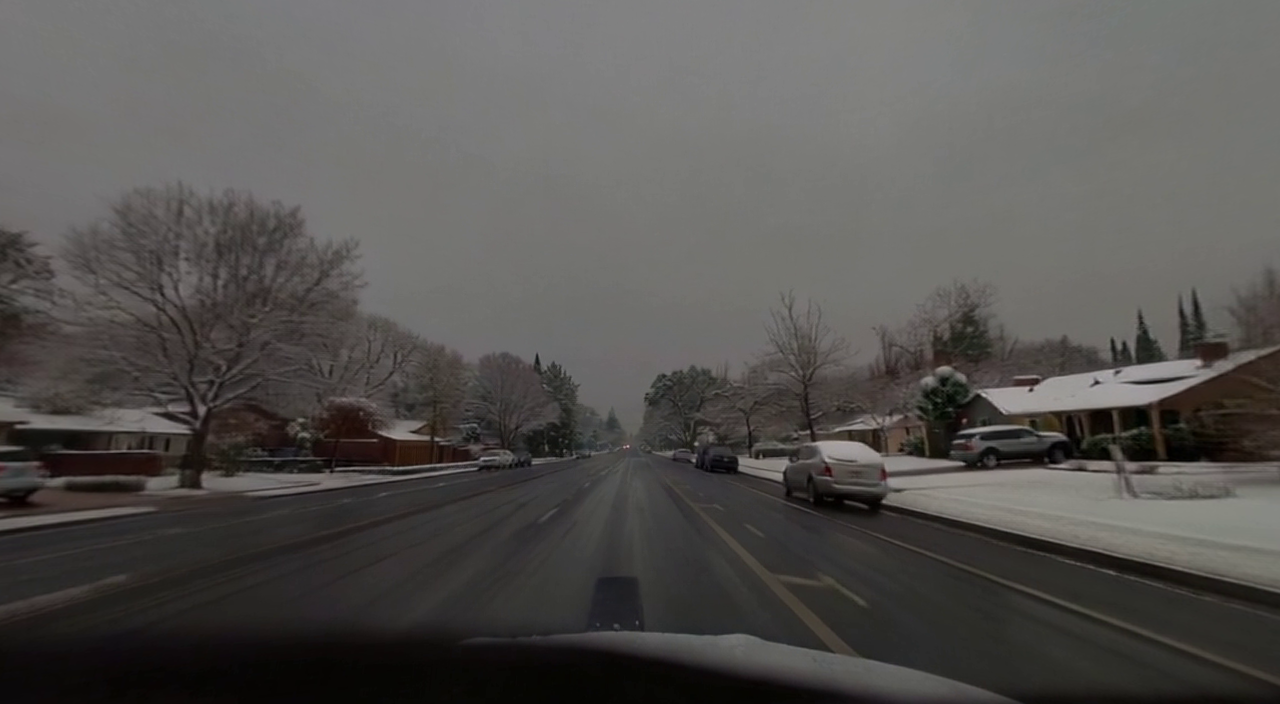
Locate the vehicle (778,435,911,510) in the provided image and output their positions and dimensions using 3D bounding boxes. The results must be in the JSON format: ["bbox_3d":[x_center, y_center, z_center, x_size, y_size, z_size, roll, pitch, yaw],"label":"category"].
[{"bbox_3d":[5.148,3.073,16.632,2.001,1.693,4.311,0,-8,0],"label":"vehicle"}]

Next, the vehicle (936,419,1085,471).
[{"bbox_3d":[15.878,4.028,27.318,4.921,2.117,2.249,-1,-8,3],"label":"vehicle"}]

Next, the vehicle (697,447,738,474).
[{"bbox_3d":[4.789,6.758,39.689,1.900,1.608,5.037,0,-8,-1],"label":"vehicle"}]
